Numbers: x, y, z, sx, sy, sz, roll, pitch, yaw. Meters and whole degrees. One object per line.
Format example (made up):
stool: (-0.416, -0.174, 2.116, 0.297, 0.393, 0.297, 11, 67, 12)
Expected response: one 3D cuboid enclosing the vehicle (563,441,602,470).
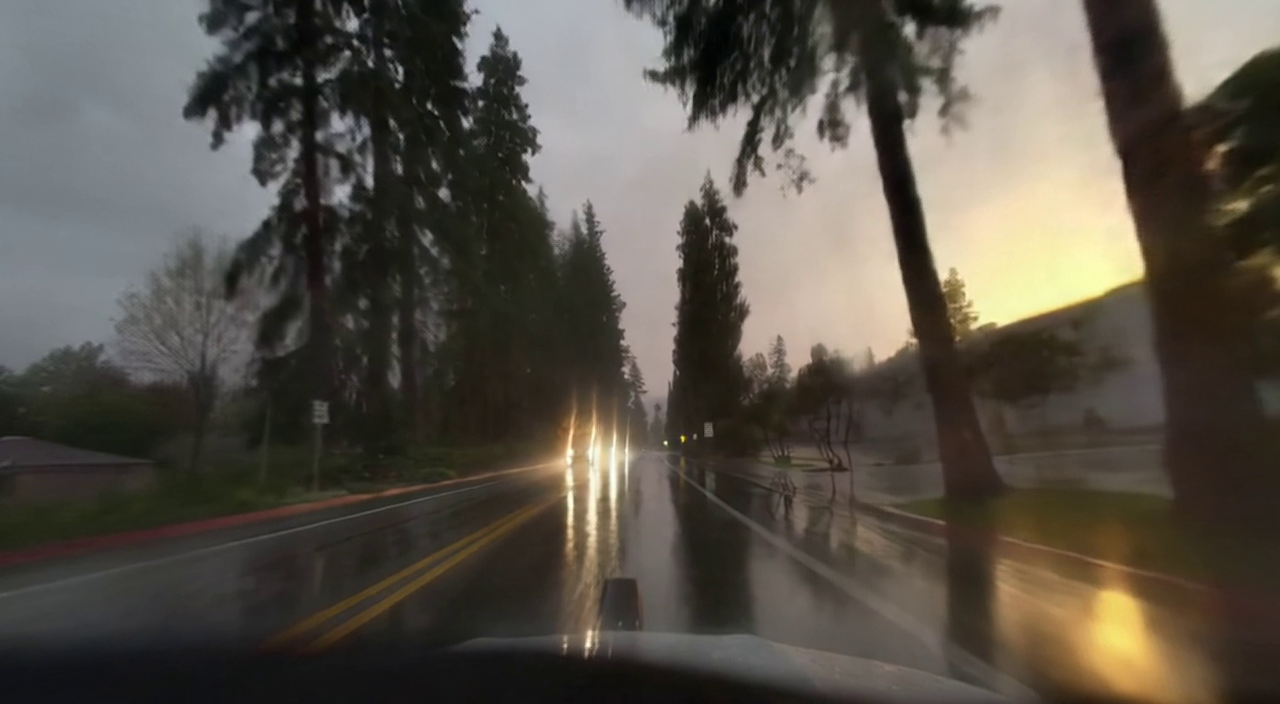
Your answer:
vehicle: (-3.703, 6.694, 41.174, 1.984, 1.705, 4.346, -1, -8, 2)
